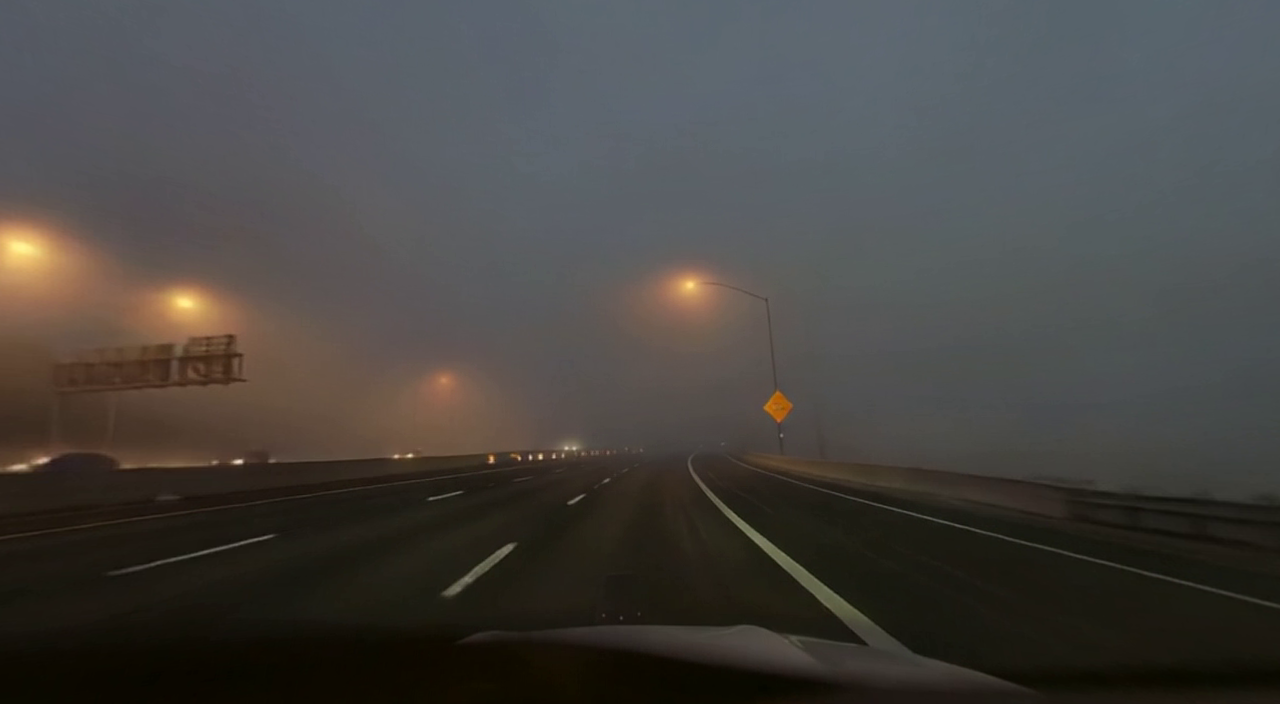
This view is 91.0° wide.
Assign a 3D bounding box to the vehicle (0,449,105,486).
[{"bbox_3d":[-26.588,5.021,27.802,1.886,1.486,4.484,-1,-9,2],"label":"vehicle"}]

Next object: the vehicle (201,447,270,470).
[{"bbox_3d":[-29.377,7.727,45.845,1.955,1.558,4.353,-1,-9,3],"label":"vehicle"}]
